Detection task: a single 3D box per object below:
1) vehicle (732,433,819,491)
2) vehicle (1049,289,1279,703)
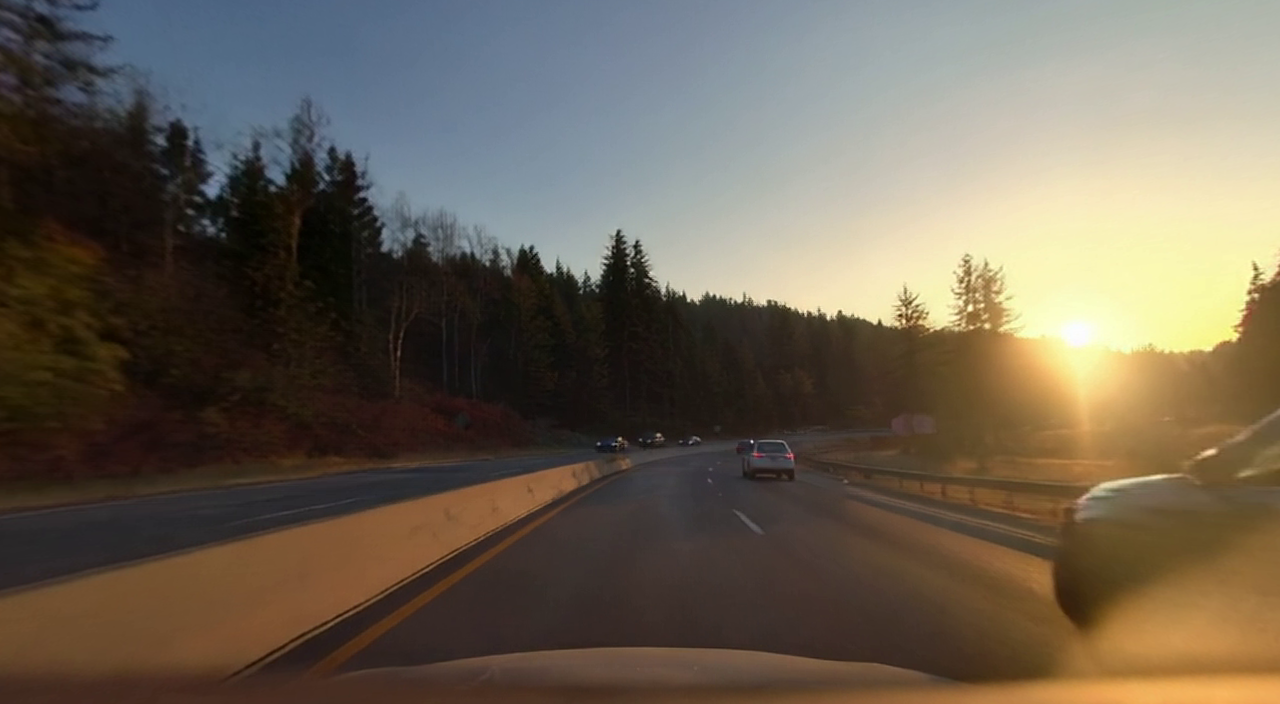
[{"bbox_3d":[4.400,3.645,21.241,2.112,1.708,4.380,0,-8,2],"label":"vehicle"},{"bbox_3d":[3.555,0.549,1.239,2.270,1.897,4.822,0,-8,1],"label":"vehicle"}]
